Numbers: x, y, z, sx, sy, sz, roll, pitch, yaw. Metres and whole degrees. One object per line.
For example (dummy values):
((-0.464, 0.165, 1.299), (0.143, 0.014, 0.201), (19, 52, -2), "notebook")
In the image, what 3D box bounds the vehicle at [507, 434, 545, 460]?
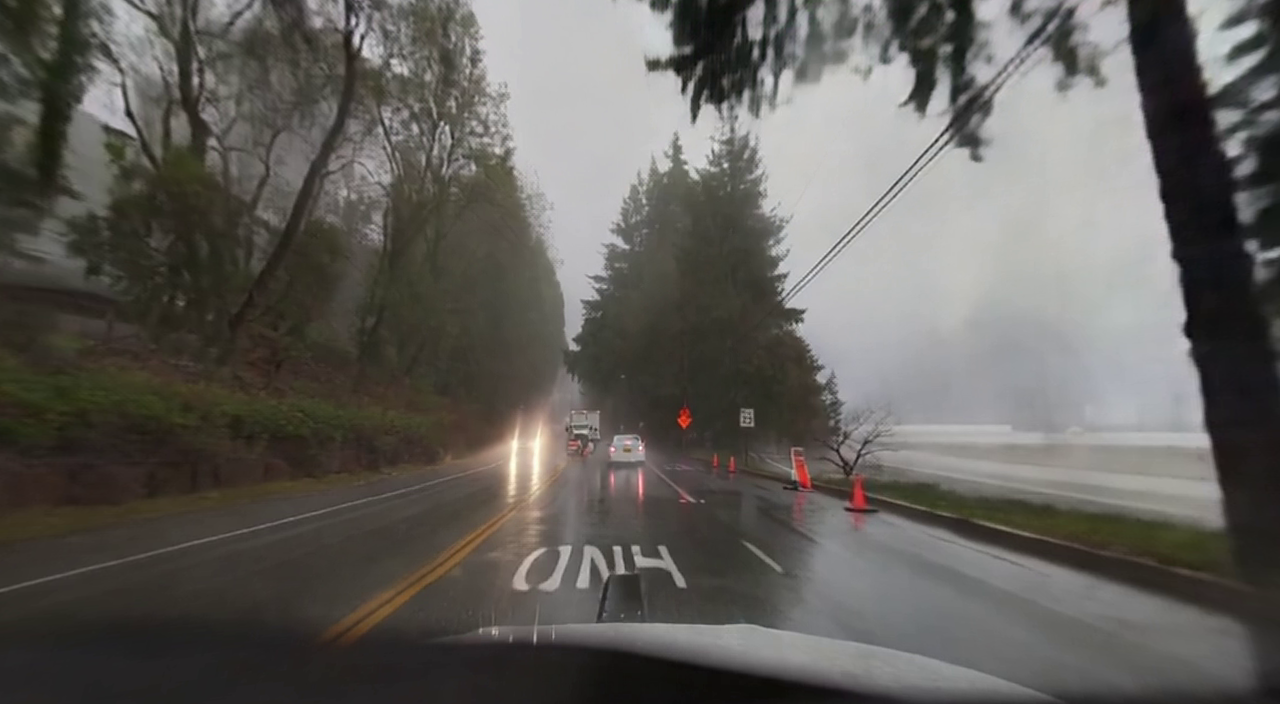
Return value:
((-6.952, 5.835, 38.956), (2.019, 1.492, 4.091), (1, -8, -6), "vehicle")

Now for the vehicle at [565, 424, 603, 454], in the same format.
((-4.239, 6.537, 47.327), (2.671, 2.053, 6.074), (1, -8, -6), "vehicle")

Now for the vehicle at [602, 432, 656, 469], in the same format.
((-0.490, 4.261, 27.524), (2.186, 1.463, 4.356), (0, -8, -1), "vehicle")
